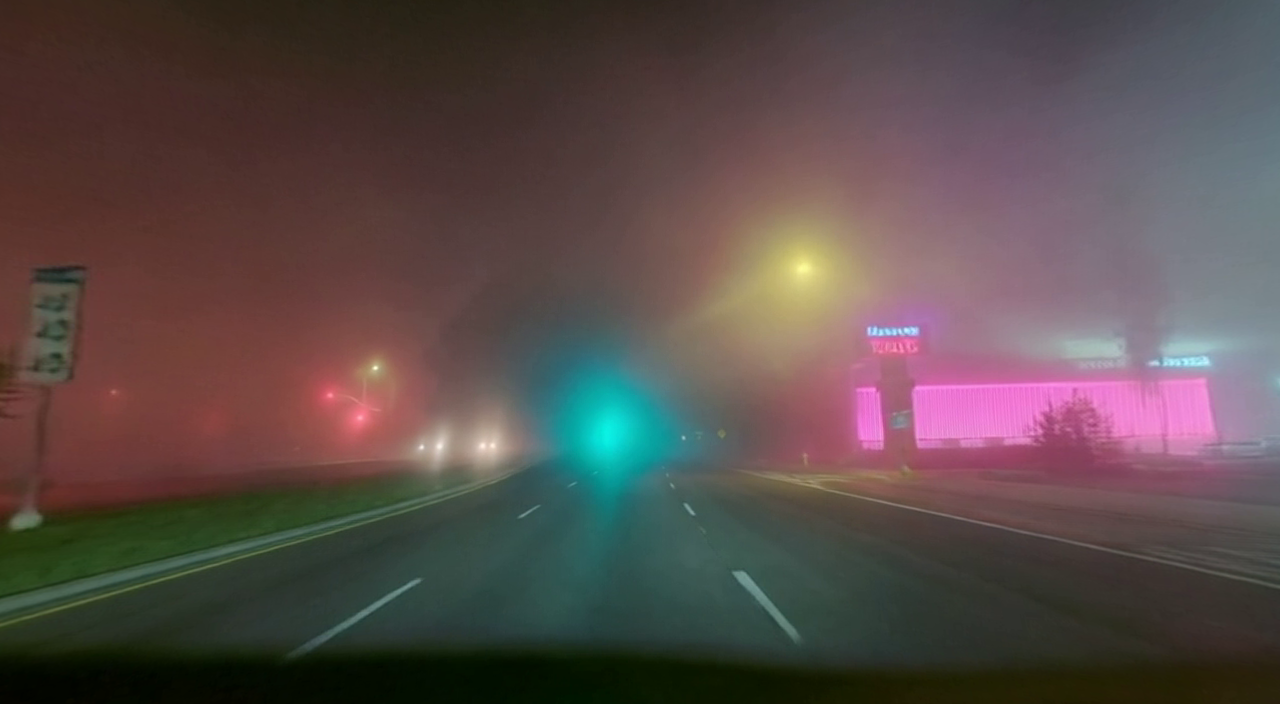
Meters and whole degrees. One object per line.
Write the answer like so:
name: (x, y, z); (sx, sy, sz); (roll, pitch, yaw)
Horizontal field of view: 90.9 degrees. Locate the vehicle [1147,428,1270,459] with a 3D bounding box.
vehicle: (36.374, 5.887, 40.503); (5.218, 1.927, 2.387); (-1, -9, 10)
